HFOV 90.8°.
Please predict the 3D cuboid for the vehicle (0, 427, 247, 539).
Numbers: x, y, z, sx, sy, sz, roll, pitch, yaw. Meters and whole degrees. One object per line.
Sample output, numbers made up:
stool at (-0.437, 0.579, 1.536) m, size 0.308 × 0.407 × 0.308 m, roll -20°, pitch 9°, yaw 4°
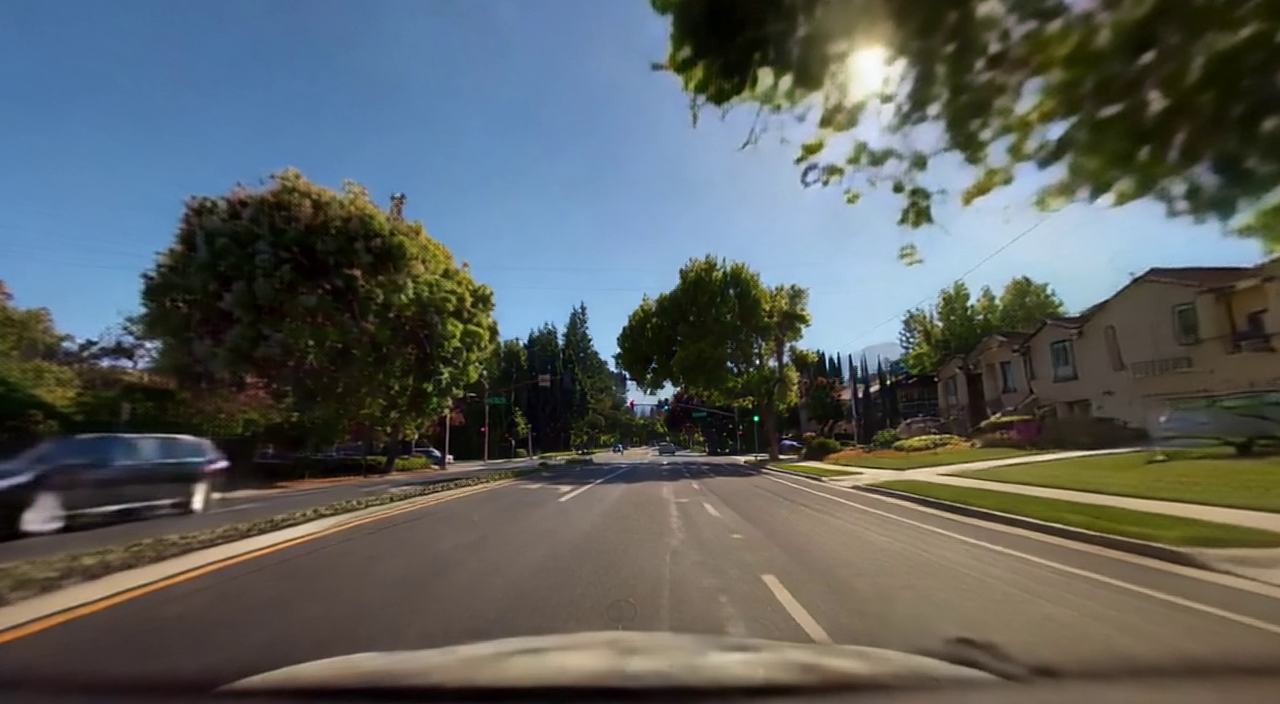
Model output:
vehicle at (-11.241, 2.662, 13.496) m, size 2.174 × 1.855 × 5.452 m, roll -2°, pitch -9°, yaw 0°
